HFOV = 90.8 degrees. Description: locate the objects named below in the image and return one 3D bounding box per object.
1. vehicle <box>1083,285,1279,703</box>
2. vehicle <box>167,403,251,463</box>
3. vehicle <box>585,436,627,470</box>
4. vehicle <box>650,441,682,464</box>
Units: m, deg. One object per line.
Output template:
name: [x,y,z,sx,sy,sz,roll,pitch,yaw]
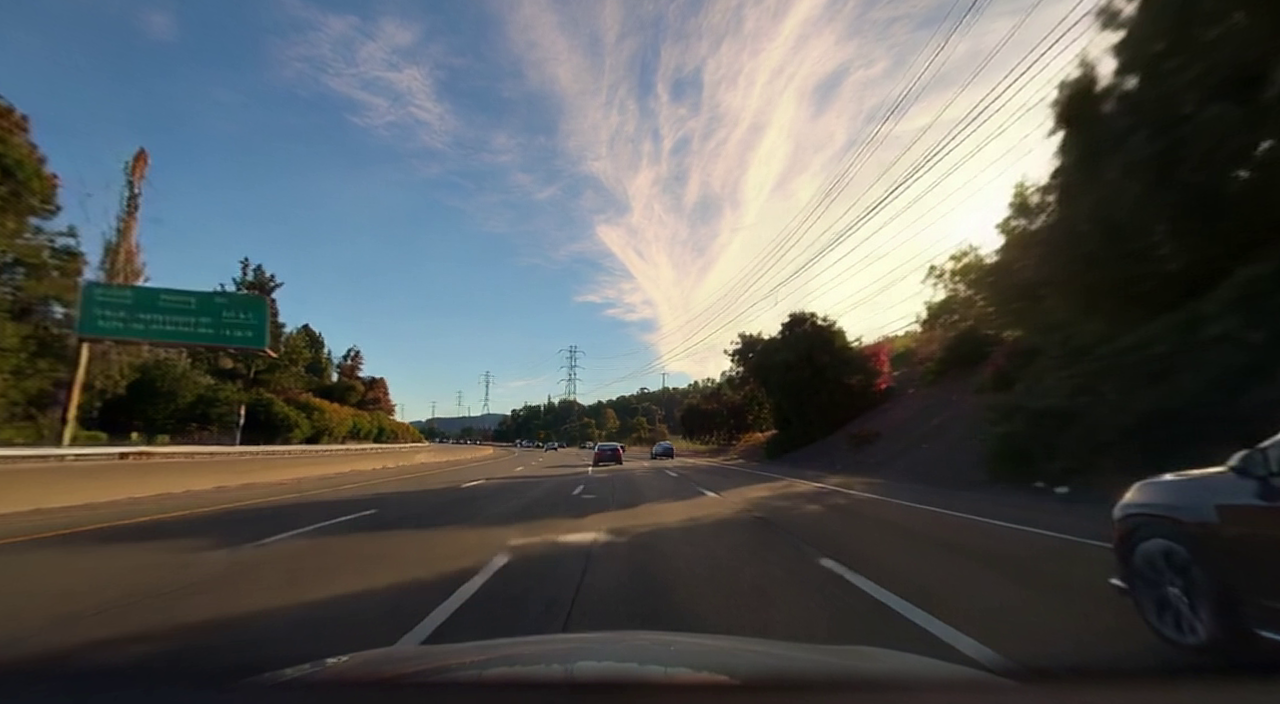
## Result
vehicle: [4.411,0.443,1.352,2.504,2.033,5.979,0,-8,-1]
vehicle: [-26.980,5.133,39.796,2.513,3.577,4.197,1,-9,-8]
vehicle: [-1.902,5.567,34.976,2.188,1.714,3.921,1,-8,-4]
vehicle: [1.776,6.996,44.223,1.789,1.503,3.897,1,-9,-5]
